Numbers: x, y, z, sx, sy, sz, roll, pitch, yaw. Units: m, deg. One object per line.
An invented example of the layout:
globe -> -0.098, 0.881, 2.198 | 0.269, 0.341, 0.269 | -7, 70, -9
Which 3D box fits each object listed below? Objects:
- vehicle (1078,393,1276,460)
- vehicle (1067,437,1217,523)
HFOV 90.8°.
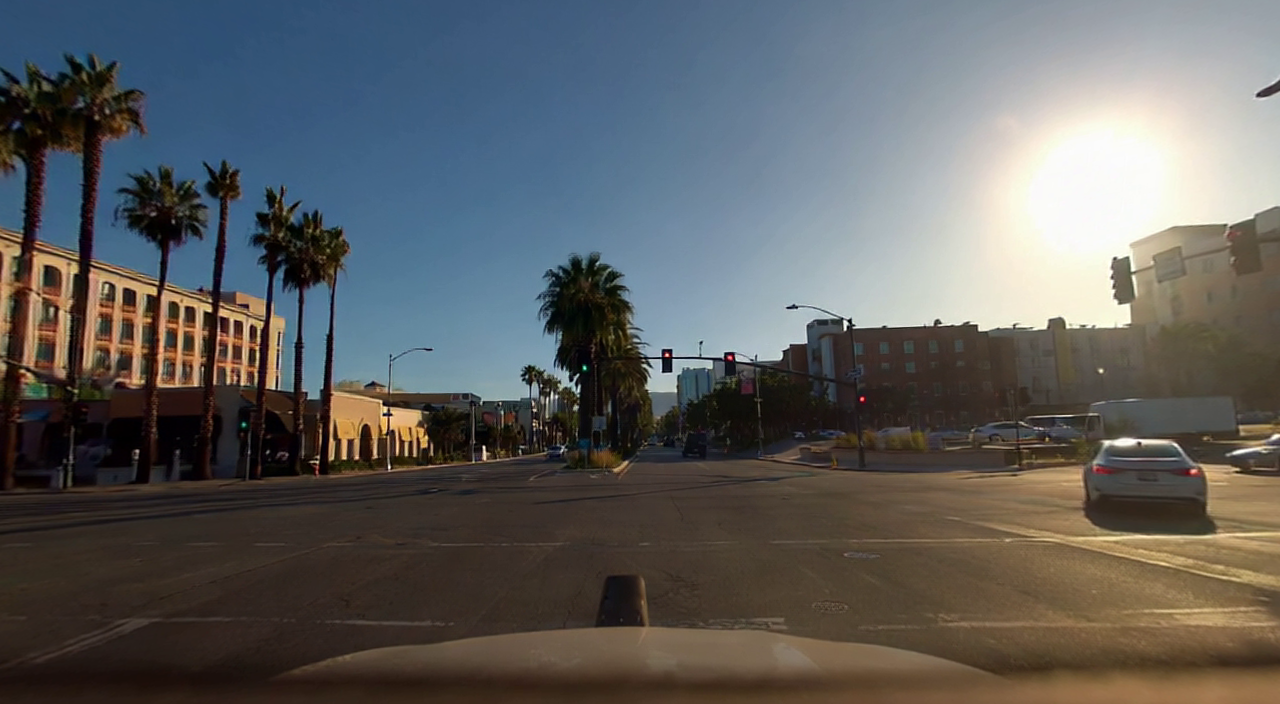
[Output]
vehicle -> 32.628, 4.722, 39.330 | 2.863, 3.609, 10.252 | 0, -8, -3
vehicle -> 10.450, 2.610, 13.520 | 2.003, 1.475, 4.520 | -5, -10, 33
